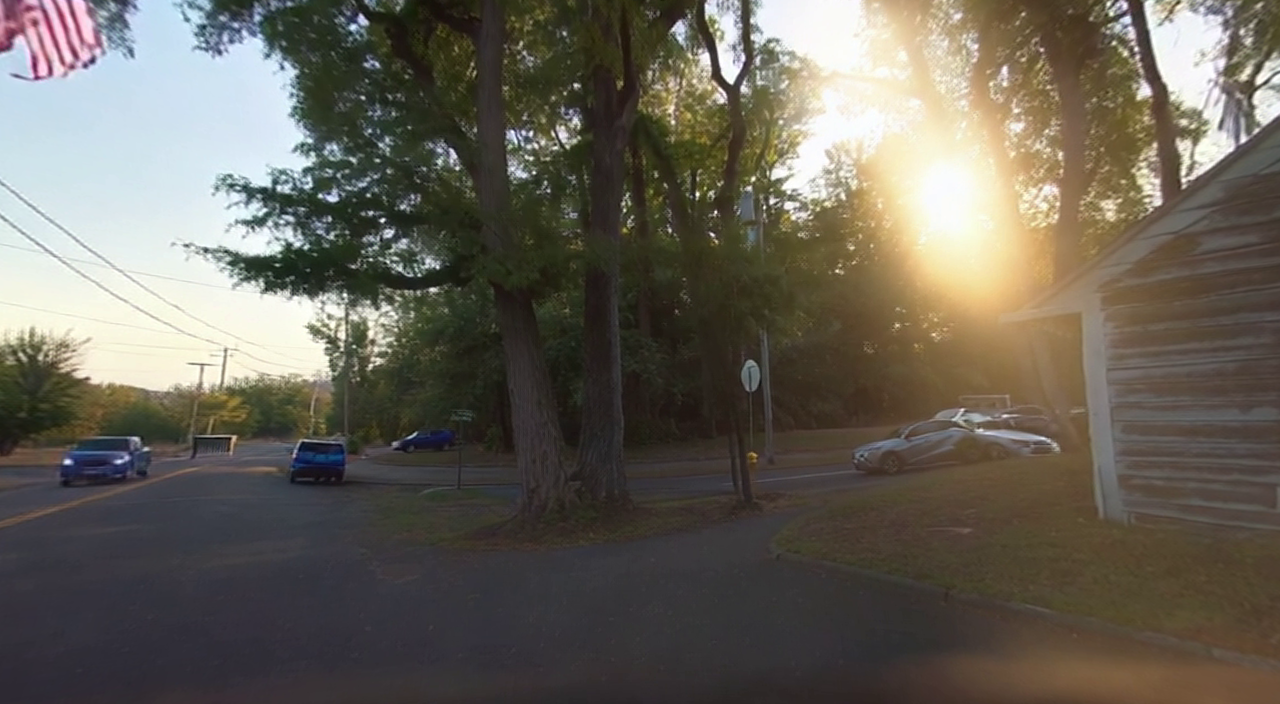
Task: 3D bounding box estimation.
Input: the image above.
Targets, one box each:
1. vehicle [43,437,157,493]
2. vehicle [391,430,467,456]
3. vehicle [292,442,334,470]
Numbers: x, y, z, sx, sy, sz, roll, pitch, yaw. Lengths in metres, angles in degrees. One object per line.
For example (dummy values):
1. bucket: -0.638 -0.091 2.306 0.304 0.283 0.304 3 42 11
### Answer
1. vehicle: -19.505 4.061 23.085 2.086 1.798 4.511 4 -10 -27
2. vehicle: -14.791 6.376 44.374 4.767 1.735 1.920 4 -10 -28
3. vehicle: -18.668 5.888 36.029 1.941 1.460 4.206 4 -10 -28
